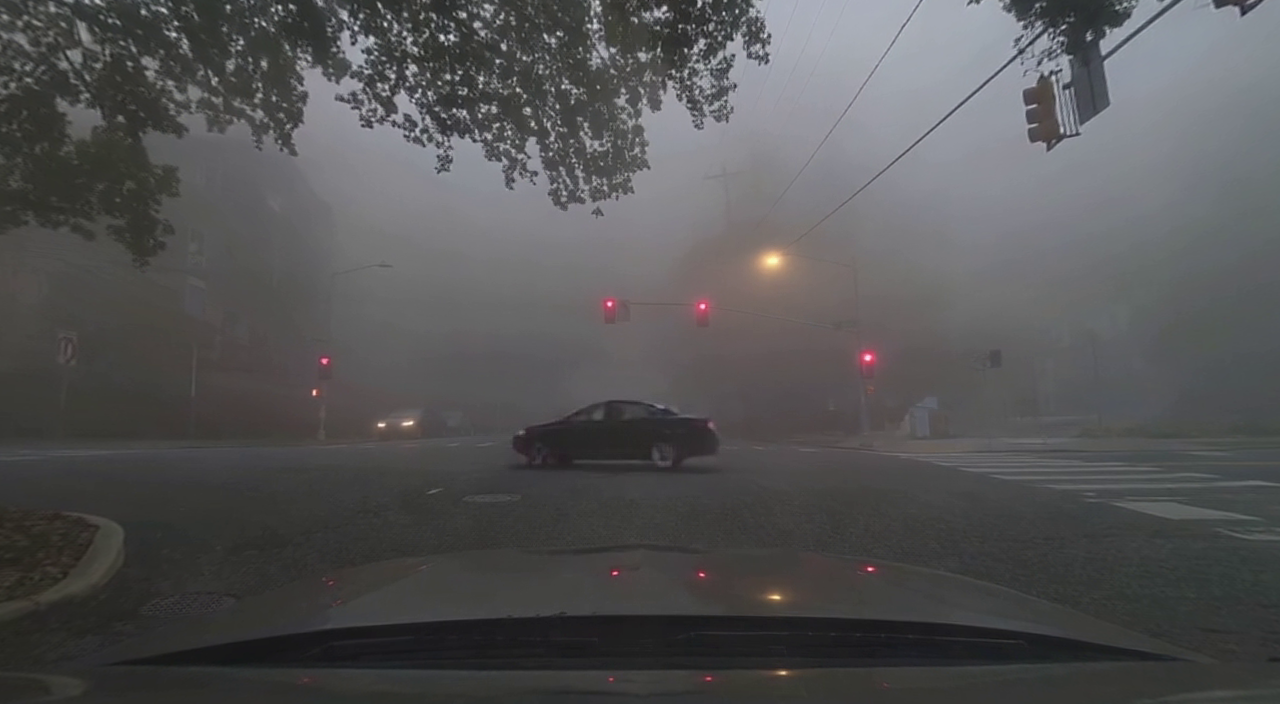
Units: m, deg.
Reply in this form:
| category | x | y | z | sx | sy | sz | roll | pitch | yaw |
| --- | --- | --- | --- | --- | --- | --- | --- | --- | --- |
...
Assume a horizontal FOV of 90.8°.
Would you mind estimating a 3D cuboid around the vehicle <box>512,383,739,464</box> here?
| category | x | y | z | sx | sy | sz | roll | pitch | yaw |
| --- | --- | --- | --- | --- | --- | --- | --- | --- | --- |
| vehicle | -0.320 | 1.867 | 16.141 | 5.383 | 1.870 | 2.203 | -1 | -9 | 3 |

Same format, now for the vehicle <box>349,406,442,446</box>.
| category | x | y | z | sx | sy | sz | roll | pitch | yaw |
| --- | --- | --- | --- | --- | --- | --- | --- | --- | --- |
| vehicle | -12.500 | 3.928 | 32.746 | 2.340 | 1.902 | 4.920 | -2 | -9 | 8 |

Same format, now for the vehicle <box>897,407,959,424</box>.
| category | x | y | z | sx | sy | sz | roll | pitch | yaw |
| --- | --- | --- | --- | --- | --- | --- | --- | --- | --- |
| vehicle | 22.067 | 4.895 | 48.526 | 3.933 | 1.219 | 1.700 | -1 | -9 | 4 |

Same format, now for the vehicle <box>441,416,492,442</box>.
| category | x | y | z | sx | sy | sz | roll | pitch | yaw |
| --- | --- | --- | --- | --- | --- | --- | --- | --- | --- |
| vehicle | -11.225 | 5.077 | 41.247 | 1.899 | 1.510 | 4.294 | -1 | -9 | 4 |
